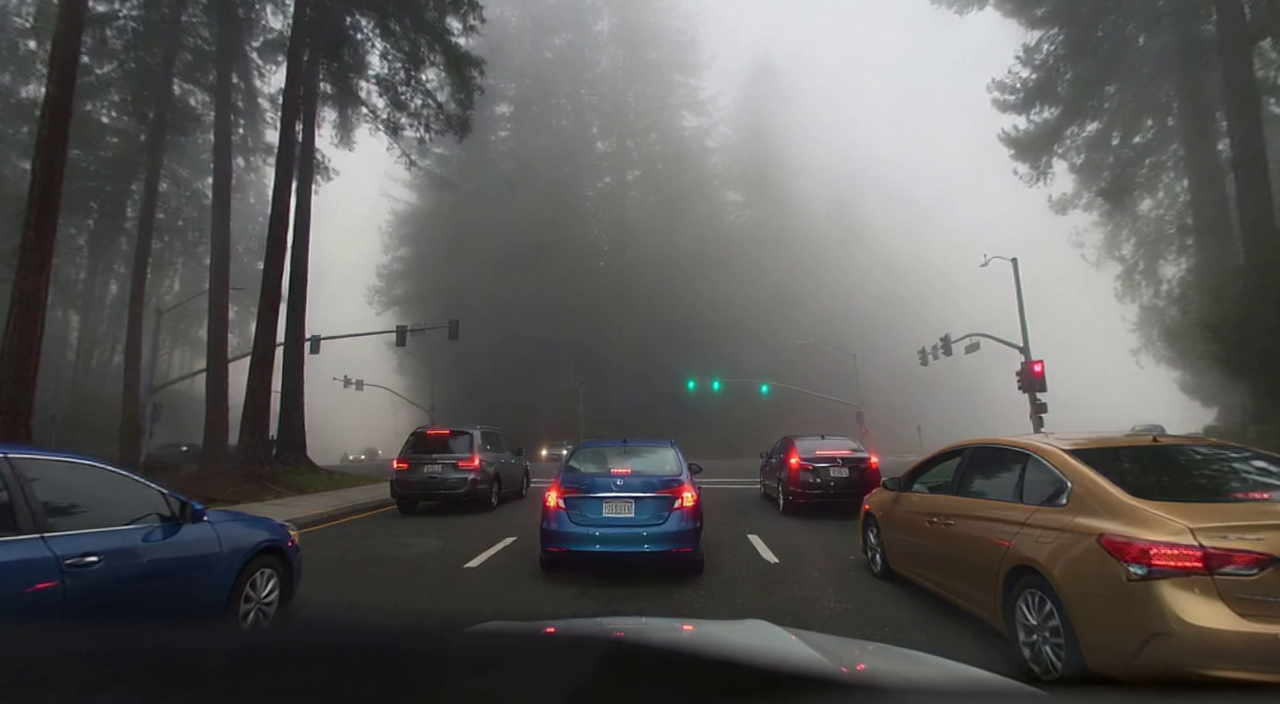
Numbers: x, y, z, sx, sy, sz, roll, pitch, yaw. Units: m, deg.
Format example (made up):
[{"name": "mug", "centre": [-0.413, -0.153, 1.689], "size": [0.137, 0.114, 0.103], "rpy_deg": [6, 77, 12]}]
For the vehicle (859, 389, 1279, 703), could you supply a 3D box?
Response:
[{"name": "vehicle", "centre": [3.131, 1.152, 4.059], "size": [1.903, 1.480, 4.270], "rpy_deg": [0, -8, 0]}]

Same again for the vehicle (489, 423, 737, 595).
[{"name": "vehicle", "centre": [-0.265, 1.650, 7.458], "size": [2.147, 1.479, 3.803], "rpy_deg": [0, -8, -1]}]

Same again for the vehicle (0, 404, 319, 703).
[{"name": "vehicle", "centre": [-3.646, 1.025, 3.004], "size": [1.935, 1.482, 4.433], "rpy_deg": [0, -8, -1]}]

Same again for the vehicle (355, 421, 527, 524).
[{"name": "vehicle", "centre": [-3.737, 2.342, 12.792], "size": [1.961, 1.714, 4.268], "rpy_deg": [-1, -8, 2]}]

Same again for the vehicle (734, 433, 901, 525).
[{"name": "vehicle", "centre": [3.173, 2.337, 12.331], "size": [1.975, 1.460, 4.357], "rpy_deg": [0, -8, 0]}]
